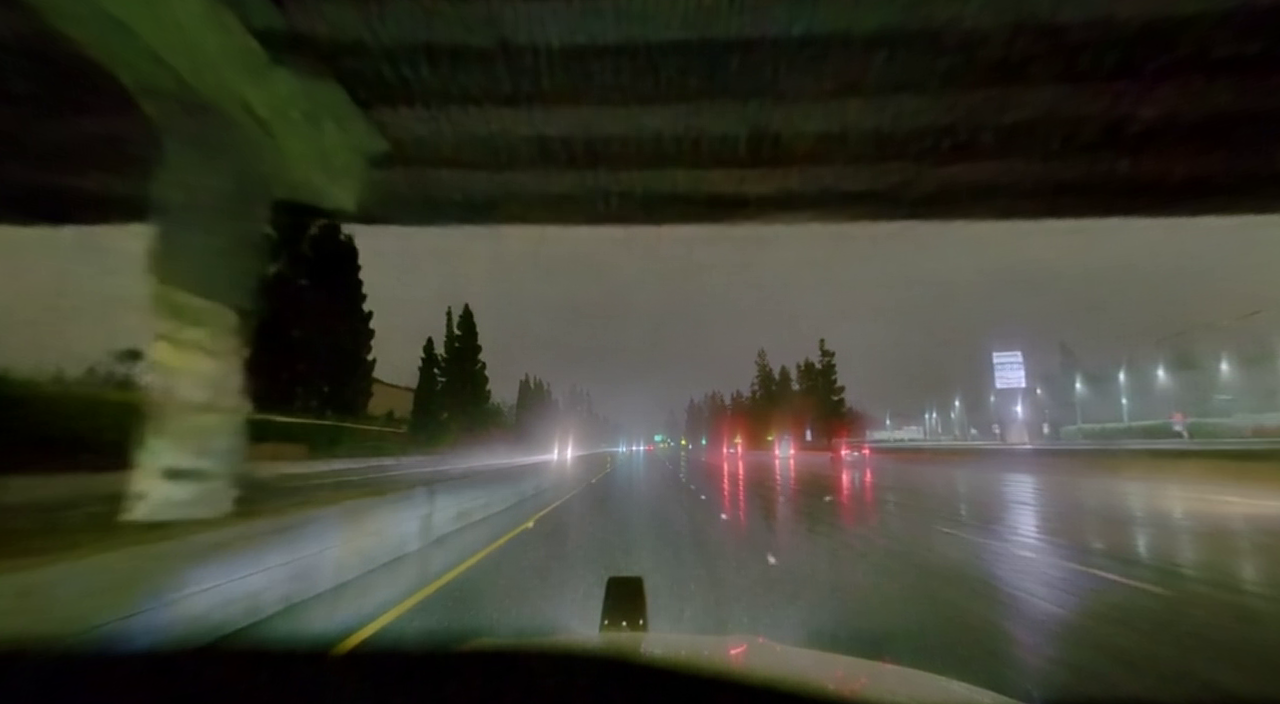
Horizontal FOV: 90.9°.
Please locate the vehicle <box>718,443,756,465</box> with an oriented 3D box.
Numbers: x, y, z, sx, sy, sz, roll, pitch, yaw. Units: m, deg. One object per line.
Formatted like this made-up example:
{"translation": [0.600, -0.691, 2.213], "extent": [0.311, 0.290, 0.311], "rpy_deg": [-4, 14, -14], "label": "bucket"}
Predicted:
{"translation": [6.890, 7.336, 45.358], "extent": [2.025, 1.484, 4.208], "rpy_deg": [-1, -9, 0], "label": "vehicle"}
